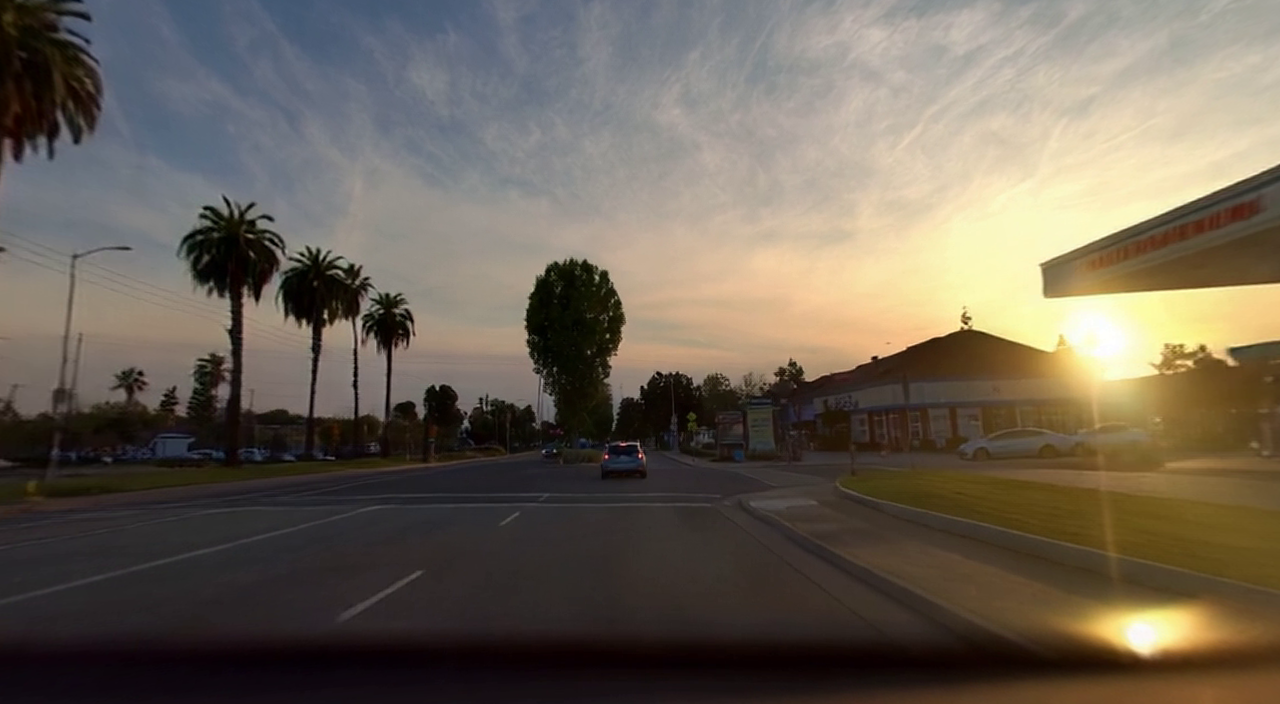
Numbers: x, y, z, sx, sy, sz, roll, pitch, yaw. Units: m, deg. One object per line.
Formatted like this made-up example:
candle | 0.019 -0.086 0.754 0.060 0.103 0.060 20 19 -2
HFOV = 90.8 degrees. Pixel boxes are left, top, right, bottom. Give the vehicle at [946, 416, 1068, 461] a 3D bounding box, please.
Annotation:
vehicle | 18.553 4.416 32.128 4.747 2.178 2.336 0 -9 -2

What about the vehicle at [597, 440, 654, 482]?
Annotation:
vehicle | -0.550 4.249 24.876 2.076 1.486 4.119 0 -8 -1

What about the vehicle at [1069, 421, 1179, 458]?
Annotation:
vehicle | 24.680 4.503 32.311 4.025 1.827 1.852 0 -9 -2
